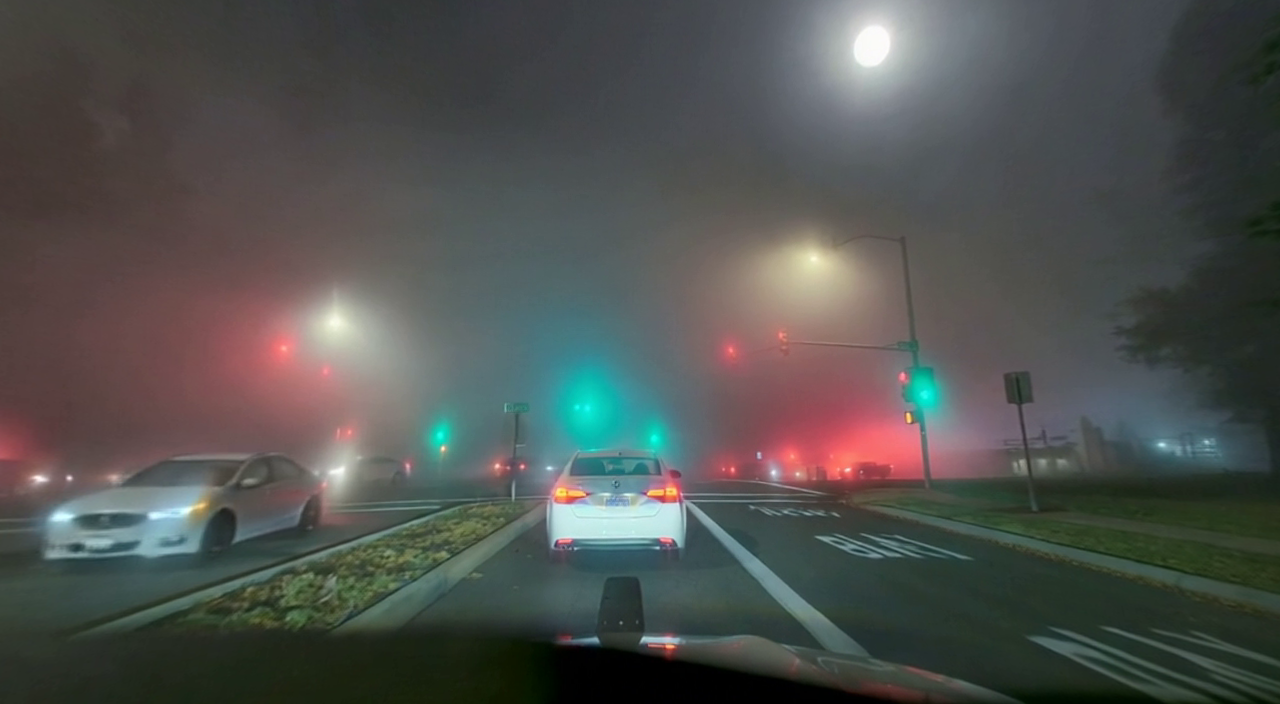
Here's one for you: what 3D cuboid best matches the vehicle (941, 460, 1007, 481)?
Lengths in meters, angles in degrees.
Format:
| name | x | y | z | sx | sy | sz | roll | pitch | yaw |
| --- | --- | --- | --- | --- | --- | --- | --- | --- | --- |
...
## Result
| name | x | y | z | sx | sy | sz | roll | pitch | yaw |
| --- | --- | --- | --- | --- | --- | --- | --- | --- | --- |
| vehicle | 25.946 | 9.160 | 49.083 | 4.358 | 1.471 | 1.875 | 2 | -9 | -16 |

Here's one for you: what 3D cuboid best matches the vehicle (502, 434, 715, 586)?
| name | x | y | z | sx | sy | sz | roll | pitch | yaw |
| --- | --- | --- | --- | --- | --- | --- | --- | --- | --- |
| vehicle | -0.363 | 1.886 | 8.462 | 2.112 | 1.479 | 4.264 | 0 | -9 | -1 |

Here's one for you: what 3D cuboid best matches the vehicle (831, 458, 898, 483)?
| name | x | y | z | sx | sy | sz | roll | pitch | yaw |
| --- | --- | --- | --- | --- | --- | --- | --- | --- | --- |
| vehicle | 16.464 | 8.676 | 46.374 | 4.337 | 1.637 | 1.860 | 2 | -9 | -16 |

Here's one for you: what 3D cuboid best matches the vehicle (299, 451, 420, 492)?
| name | x | y | z | sx | sy | sz | roll | pitch | yaw |
| --- | --- | --- | --- | --- | --- | --- | --- | --- | --- |
| vehicle | -14.740 | 6.265 | 33.311 | 5.500 | 2.012 | 2.201 | -2 | -9 | 13 |

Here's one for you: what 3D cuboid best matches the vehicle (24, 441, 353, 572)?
| name | x | y | z | sx | sy | sz | roll | pitch | yaw |
| --- | --- | --- | --- | --- | --- | --- | --- | --- | --- |
| vehicle | -6.488 | 2.204 | 9.984 | 2.078 | 1.534 | 4.646 | 1 | -9 | -5 |

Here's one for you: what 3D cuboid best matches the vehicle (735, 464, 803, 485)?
| name | x | y | z | sx | sy | sz | roll | pitch | yaw |
| --- | --- | --- | --- | --- | --- | --- | --- | --- | --- |
| vehicle | 9.034 | 8.578 | 44.368 | 4.254 | 1.359 | 1.895 | 2 | -9 | -16 |
